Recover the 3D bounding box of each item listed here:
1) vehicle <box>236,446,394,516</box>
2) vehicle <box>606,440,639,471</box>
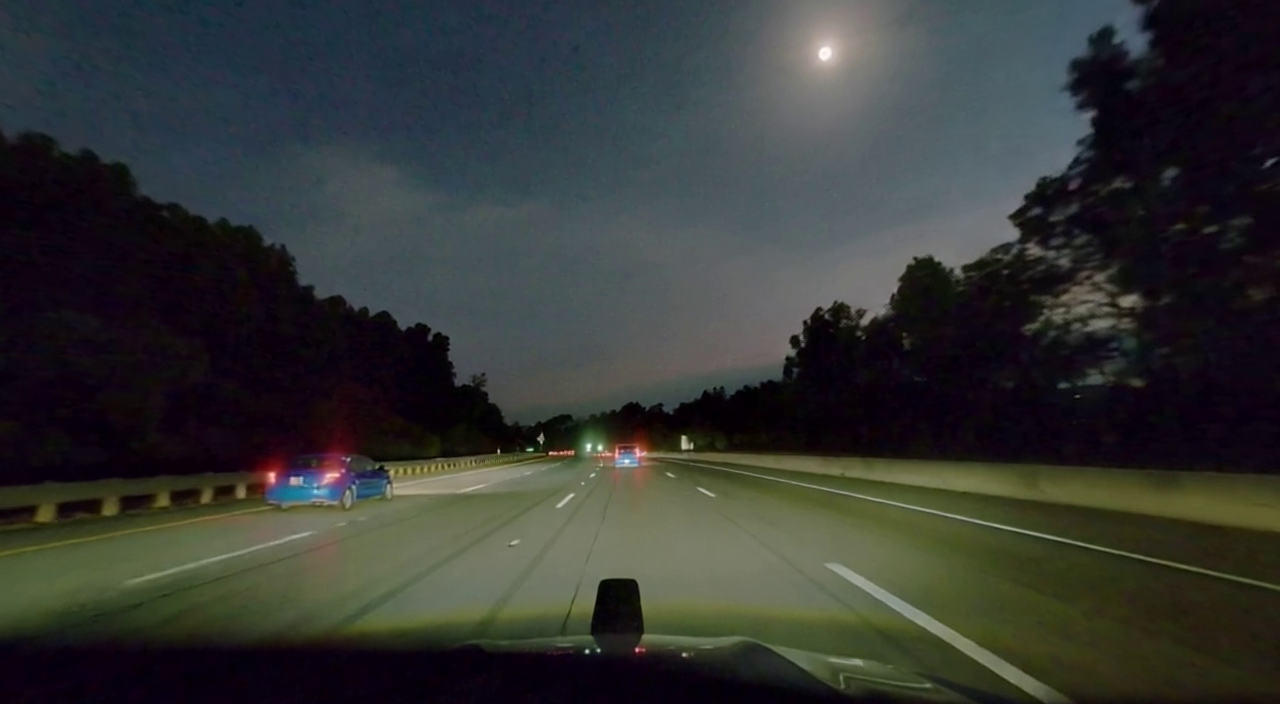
[{"bbox_3d":[-7.764,3.074,15.595,1.915,1.479,3.843,0,-9,-1],"label":"vehicle"},{"bbox_3d":[-1.176,6.684,40.824,1.990,1.878,4.079,0,-9,-3],"label":"vehicle"}]
